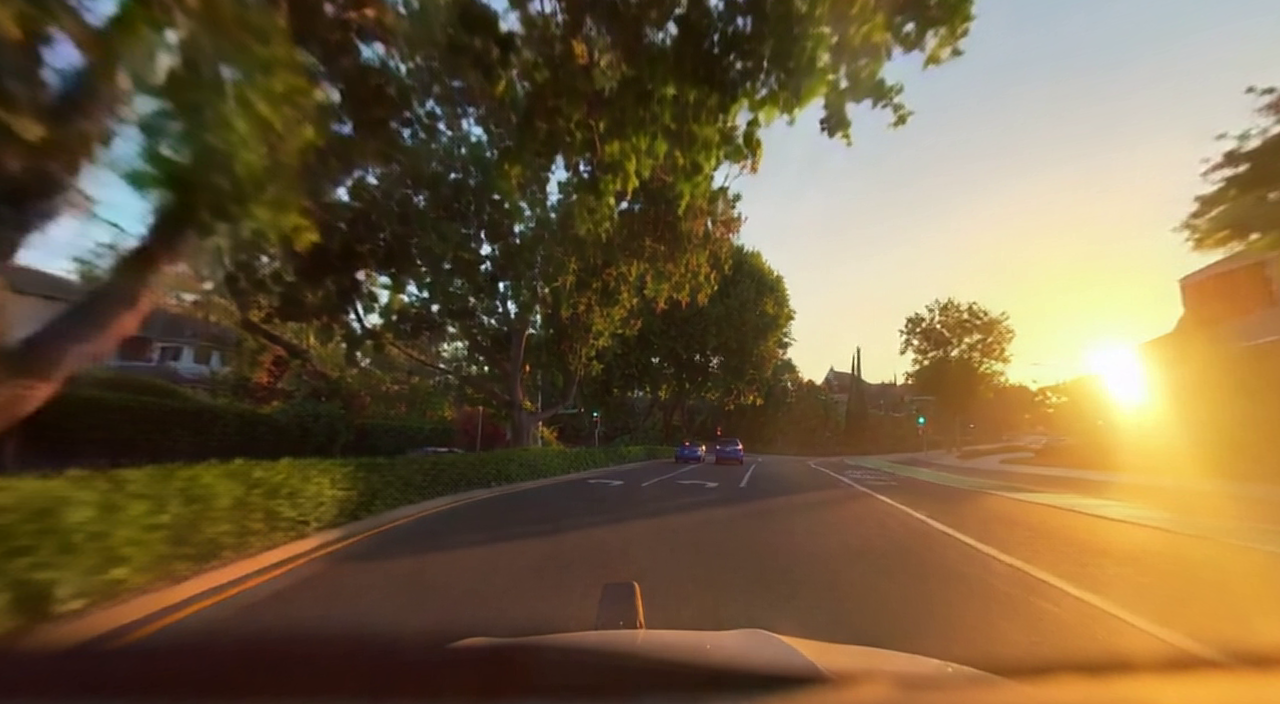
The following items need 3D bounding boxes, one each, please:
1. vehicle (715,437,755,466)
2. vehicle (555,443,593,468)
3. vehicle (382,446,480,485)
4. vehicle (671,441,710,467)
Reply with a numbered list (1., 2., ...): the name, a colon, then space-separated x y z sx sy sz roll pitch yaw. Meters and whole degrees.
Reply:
1. vehicle: 6.129 6.356 40.483 2.286 1.701 4.395 -2 -9 11
2. vehicle: -4.518 7.140 43.806 2.029 1.667 4.504 -1 -8 2
3. vehicle: -8.646 4.716 26.678 1.947 1.486 4.862 -1 -9 8
4. vehicle: 3.189 6.348 39.429 1.923 1.498 3.887 -2 -9 11
